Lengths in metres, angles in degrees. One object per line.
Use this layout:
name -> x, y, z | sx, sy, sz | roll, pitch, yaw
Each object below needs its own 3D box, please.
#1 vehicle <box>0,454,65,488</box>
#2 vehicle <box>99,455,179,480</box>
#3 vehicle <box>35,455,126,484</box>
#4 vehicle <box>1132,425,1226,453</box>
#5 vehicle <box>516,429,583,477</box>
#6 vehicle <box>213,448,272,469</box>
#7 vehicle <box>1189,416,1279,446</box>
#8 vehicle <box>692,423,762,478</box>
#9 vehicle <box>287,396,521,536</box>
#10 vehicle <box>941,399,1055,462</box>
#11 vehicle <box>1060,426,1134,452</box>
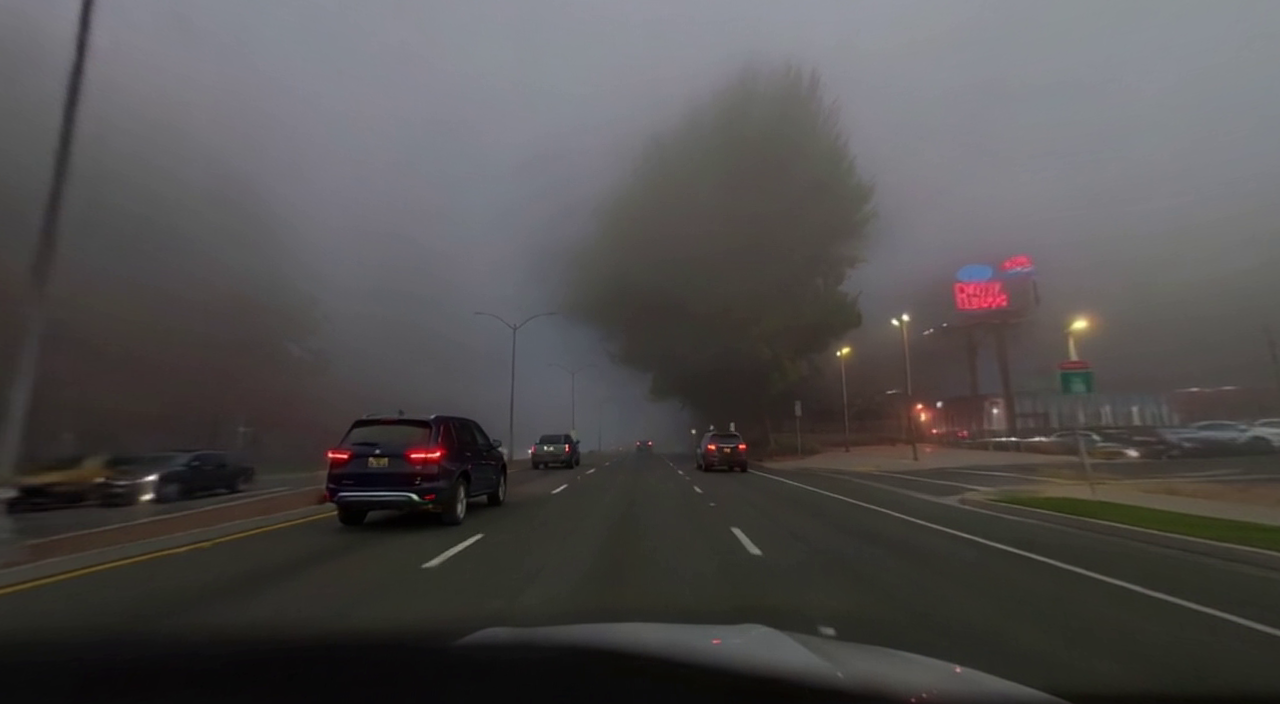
vehicle -> -31.361, 5.940, 31.403 | 3.631, 1.578, 1.612 | 6, -10, -38
vehicle -> -30.929, 7.117, 38.873 | 3.686, 1.382, 1.629 | 6, -10, -36
vehicle -> -31.042, 6.478, 34.901 | 3.607, 1.428, 1.639 | 7, -11, -41
vehicle -> 30.848, 5.022, 36.100 | 1.735, 1.478, 4.040 | 0, -8, -2
vehicle -> -3.606, 4.090, 25.786 | 2.014, 1.775, 4.404 | 0, -8, 1
vehicle -> -29.856, 8.015, 47.283 | 3.617, 1.442, 1.608 | 4, -9, -29
vehicle -> 33.595, 4.497, 35.379 | 1.776, 1.565, 3.870 | 0, -9, 1
vehicle -> 3.257, 3.799, 24.448 | 2.024, 1.921, 4.431 | 0, -8, -1
vehicle -> -3.735, 1.922, 11.183 | 2.210, 1.925, 4.838 | 0, -8, 1
vehicle -> 21.999, 4.951, 39.146 | 2.758, 3.509, 7.034 | 0, -8, -1
vehicle -> 30.364, 5.810, 41.838 | 1.830, 1.651, 3.967 | 0, -8, -1
